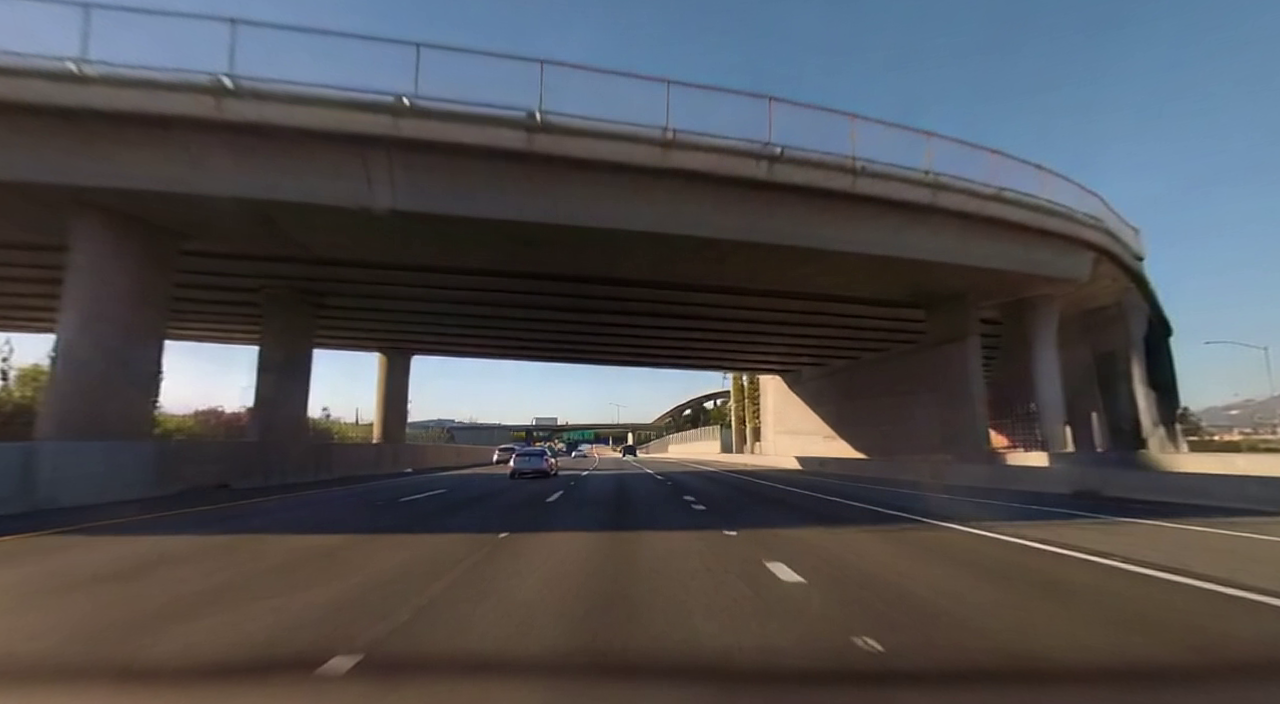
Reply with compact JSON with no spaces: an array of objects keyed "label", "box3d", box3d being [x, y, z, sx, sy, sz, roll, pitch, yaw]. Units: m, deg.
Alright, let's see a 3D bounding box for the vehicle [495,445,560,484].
[{"label":"vehicle","box3d":[-4.654,4.722,26.837,2.050,1.507,4.316,0,-8,-1]}]
